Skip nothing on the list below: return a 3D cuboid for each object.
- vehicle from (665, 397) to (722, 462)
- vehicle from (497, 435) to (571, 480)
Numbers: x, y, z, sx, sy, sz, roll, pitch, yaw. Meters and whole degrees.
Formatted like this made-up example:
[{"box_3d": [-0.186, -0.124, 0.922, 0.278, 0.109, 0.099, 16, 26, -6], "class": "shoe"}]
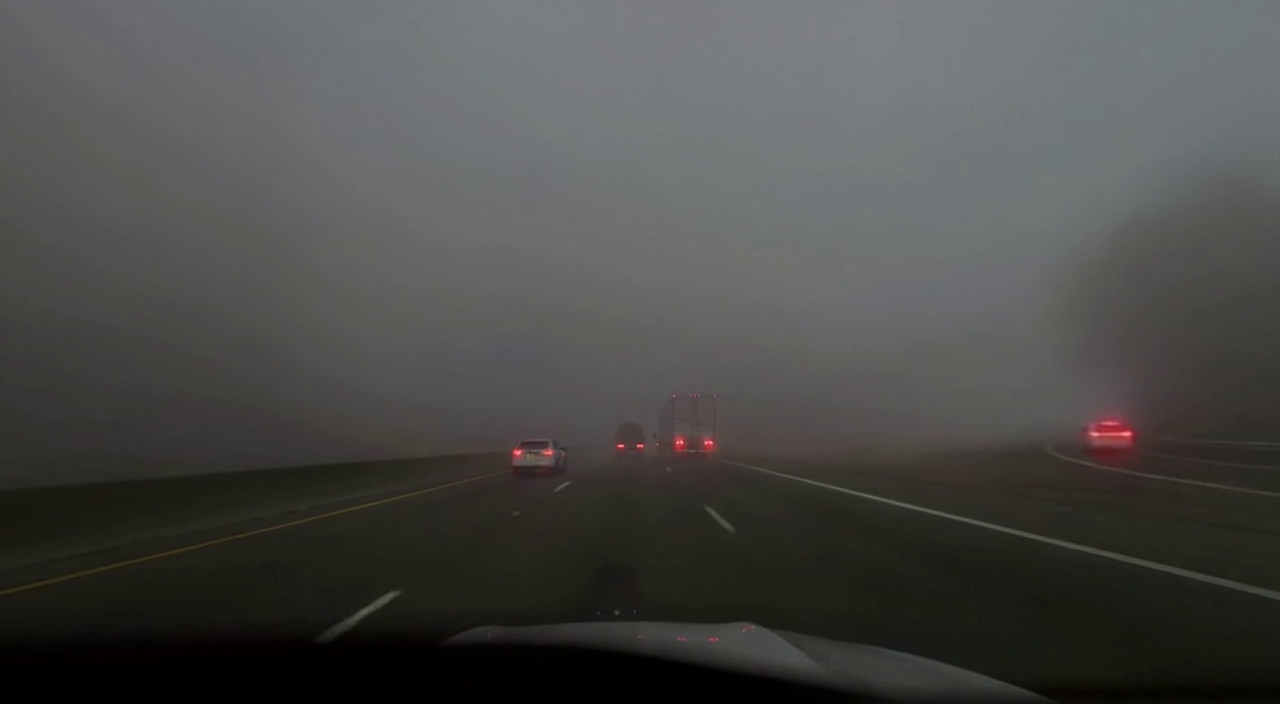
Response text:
[{"box_3d": [3.562, 5.596, 44.681, 2.997, 3.983, 10.860, 1, -8, 0], "class": "vehicle"}, {"box_3d": [-3.961, 4.026, 24.289, 2.111, 1.536, 4.270, 0, -8, 0], "class": "vehicle"}]
